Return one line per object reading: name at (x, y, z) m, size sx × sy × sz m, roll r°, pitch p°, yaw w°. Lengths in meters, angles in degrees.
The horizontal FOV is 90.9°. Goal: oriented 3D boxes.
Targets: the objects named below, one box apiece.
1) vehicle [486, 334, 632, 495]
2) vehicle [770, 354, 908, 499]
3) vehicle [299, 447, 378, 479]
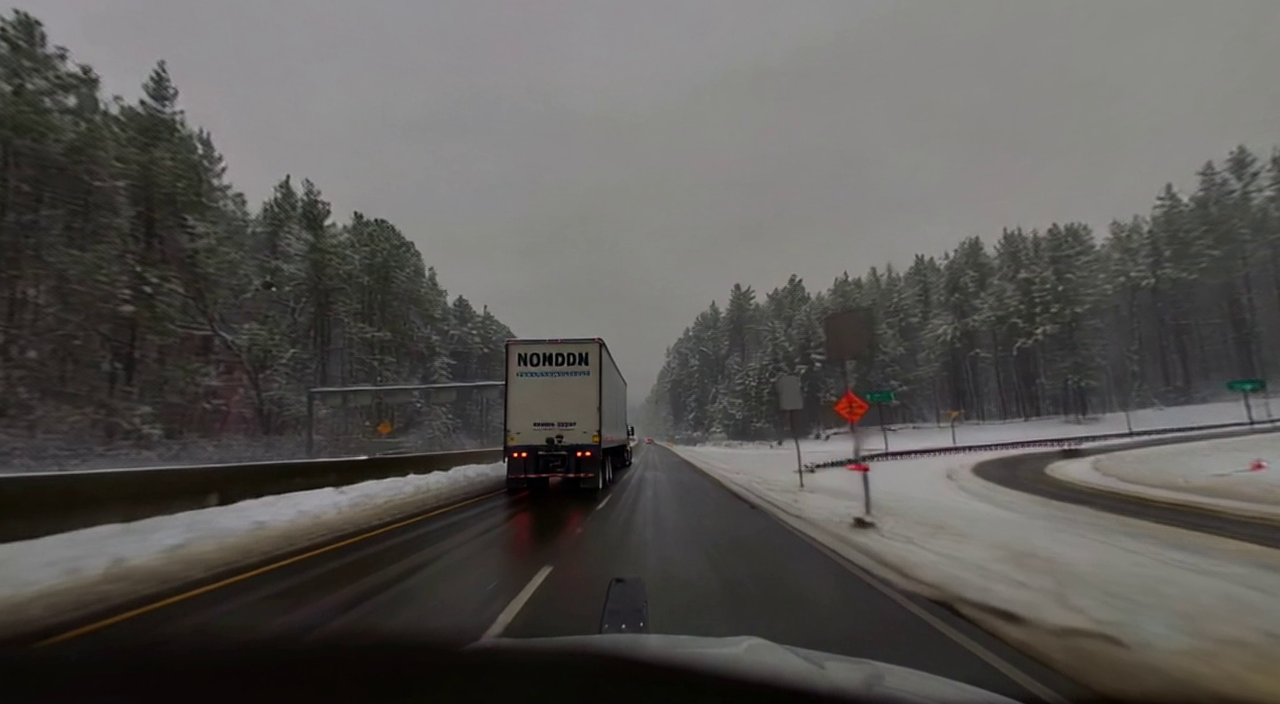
vehicle at (-2.128, 2.726, 24.029) m, size 2.873 × 4.060 × 16.327 m, roll 0°, pitch -8°, yaw 2°
vehicle at (5.253, 2.060, 17.310) m, size 2.928 × 3.571 × 3.032 m, roll -1°, pitch -8°, yaw 6°
vehicle at (-16.580, 6.074, 34.934) m, size 2.100 × 1.605 × 4.477 m, roll 0°, pitch -8°, yaw 1°
